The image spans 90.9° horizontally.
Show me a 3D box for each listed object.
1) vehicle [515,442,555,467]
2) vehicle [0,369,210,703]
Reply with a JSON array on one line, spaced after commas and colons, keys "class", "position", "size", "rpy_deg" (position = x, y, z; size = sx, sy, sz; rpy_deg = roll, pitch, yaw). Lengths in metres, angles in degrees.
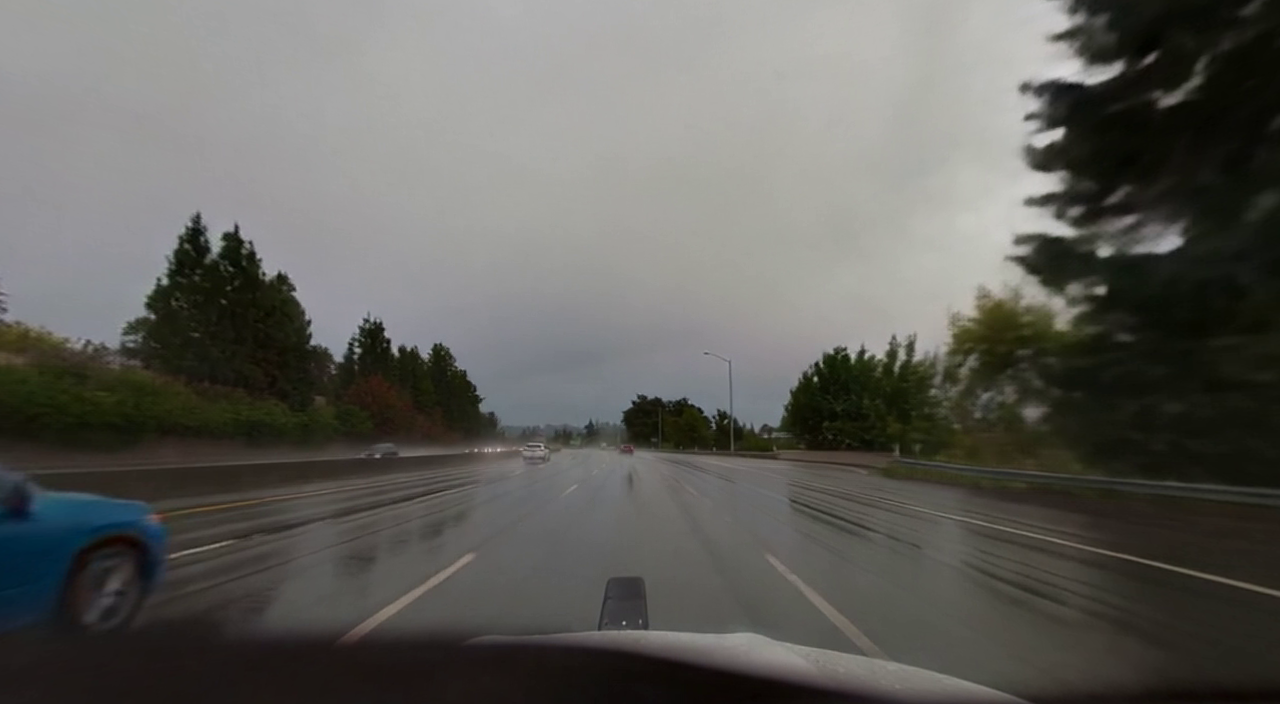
[{"class": "vehicle", "position": [-7.757, 7.621, 47.083], "size": [2.179, 1.710, 5.160], "rpy_deg": [0, -8, 0]}, {"class": "vehicle", "position": [-4.255, 0.834, 2.266], "size": [2.162, 1.724, 4.537], "rpy_deg": [0, -8, 0]}]
